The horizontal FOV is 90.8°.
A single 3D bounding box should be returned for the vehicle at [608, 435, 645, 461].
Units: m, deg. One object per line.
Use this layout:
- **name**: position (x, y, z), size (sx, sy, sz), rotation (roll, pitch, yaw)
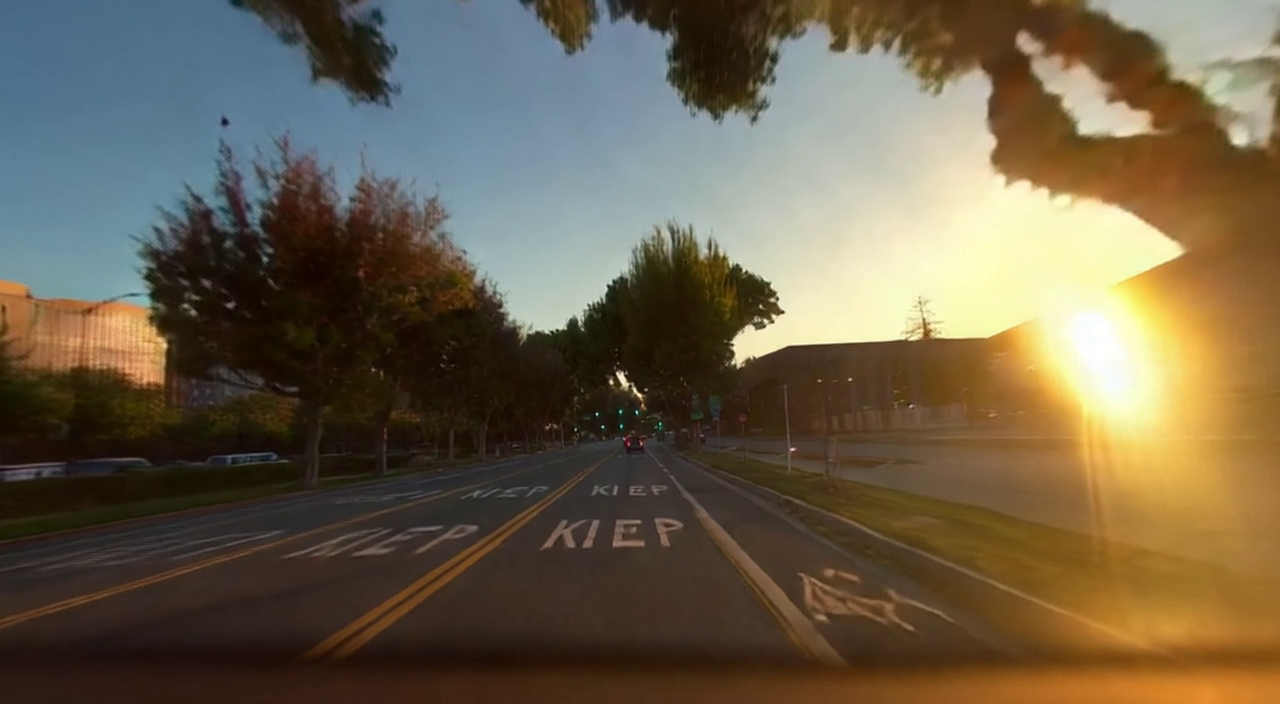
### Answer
- **vehicle**: position (-0.818, 5.873, 38.890), size (2.131, 1.474, 4.146), rotation (0, -8, -1)
